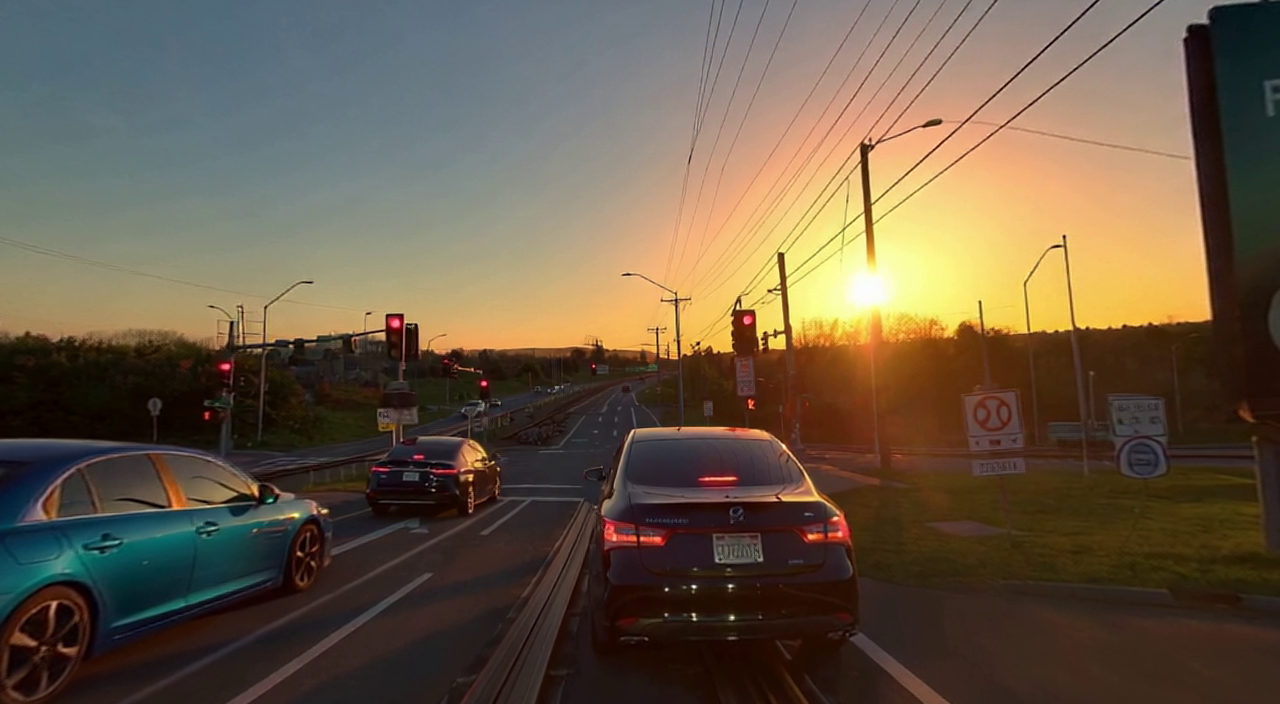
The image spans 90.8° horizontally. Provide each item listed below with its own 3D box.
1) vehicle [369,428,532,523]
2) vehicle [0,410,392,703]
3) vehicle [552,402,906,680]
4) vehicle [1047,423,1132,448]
[{"bbox_3d":[-3.405,2.301,12.252,1.984,1.505,4.047,0,-9,-2],"label":"vehicle"},{"bbox_3d":[-3.710,1.284,4.638,1.956,1.468,4.585,0,-9,-1],"label":"vehicle"},{"bbox_3d":[0.392,1.352,5.601,1.998,1.529,3.960,1,-9,-4],"label":"vehicle"},{"bbox_3d":[33.044,6.151,46.541,4.544,1.762,2.272,1,-9,-2],"label":"vehicle"}]
